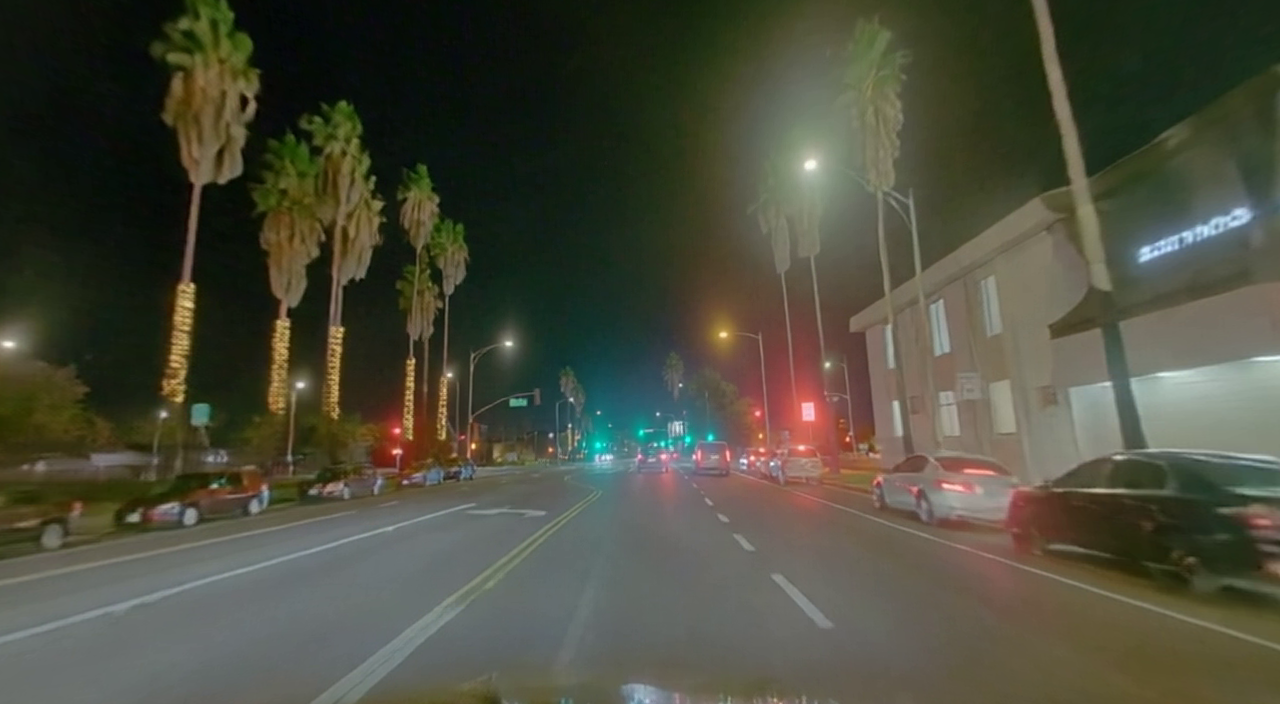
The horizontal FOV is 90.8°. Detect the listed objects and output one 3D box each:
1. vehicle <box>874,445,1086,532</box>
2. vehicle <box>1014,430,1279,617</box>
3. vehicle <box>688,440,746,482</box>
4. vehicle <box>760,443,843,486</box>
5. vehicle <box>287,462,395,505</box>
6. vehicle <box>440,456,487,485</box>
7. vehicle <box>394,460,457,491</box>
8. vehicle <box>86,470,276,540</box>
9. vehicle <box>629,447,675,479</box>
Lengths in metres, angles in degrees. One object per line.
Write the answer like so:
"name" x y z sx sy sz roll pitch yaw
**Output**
"vehicle" 6.732 2.704 13.215 1.932 1.464 4.475 0 -9 0
"vehicle" 6.466 1.728 7.233 1.914 1.560 4.278 -1 -9 3
"vehicle" 3.295 4.783 27.956 2.003 1.702 4.288 0 -9 0
"vehicle" 6.746 4.736 26.949 2.174 1.643 4.860 0 -9 -1
"vehicle" -12.092 5.401 25.961 2.188 1.490 4.511 -3 -12 0
"vehicle" -11.857 8.043 42.692 1.949 1.682 4.094 -3 -12 0
"vehicle" -11.842 6.883 35.209 1.978 1.501 4.355 -3 -11 0
"vehicle" -12.471 4.147 17.642 1.949 1.470 4.532 0 -9 -1
"vehicle" 0.563 5.393 31.025 2.088 1.452 3.993 0 -9 0
